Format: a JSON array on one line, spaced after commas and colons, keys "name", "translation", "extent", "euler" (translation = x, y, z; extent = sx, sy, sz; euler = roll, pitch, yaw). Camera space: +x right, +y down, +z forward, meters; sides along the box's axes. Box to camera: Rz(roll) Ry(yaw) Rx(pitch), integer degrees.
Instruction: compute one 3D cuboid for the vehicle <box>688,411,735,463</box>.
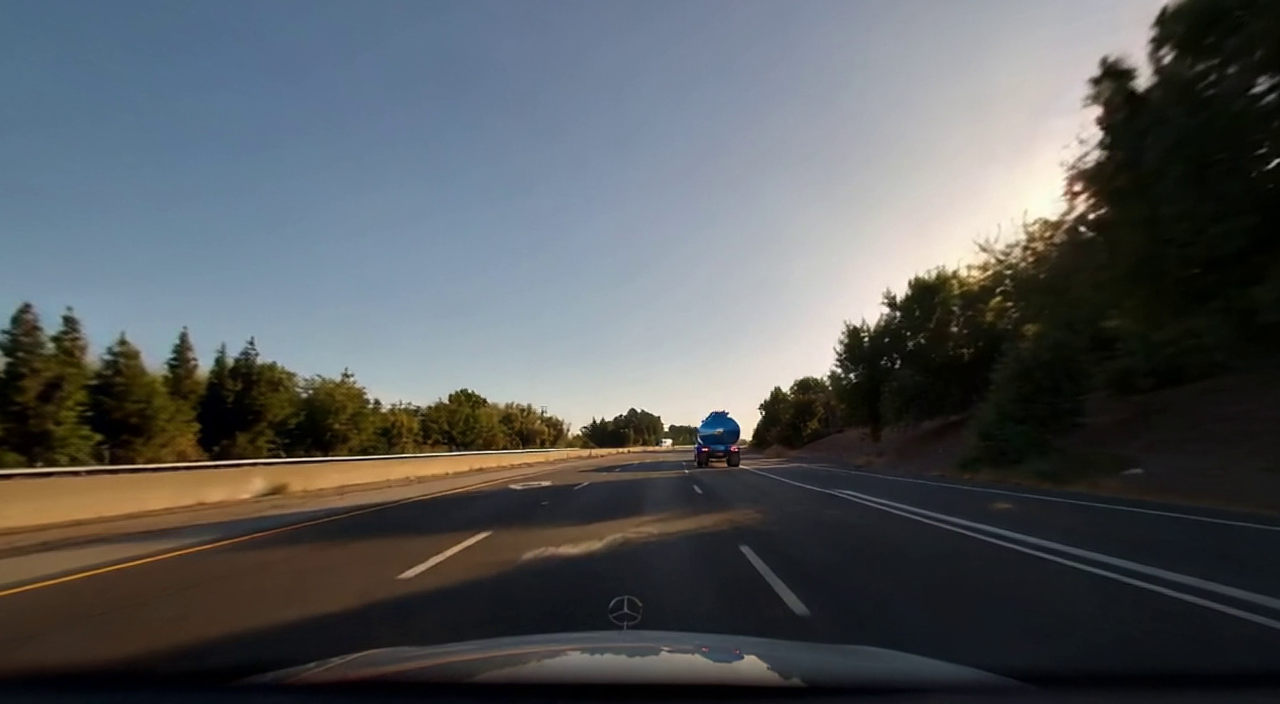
[{"name": "vehicle", "translation": [5.370, 6.611, 48.879], "extent": [3.034, 3.651, 8.256], "euler": [-1, -9, 3]}]
